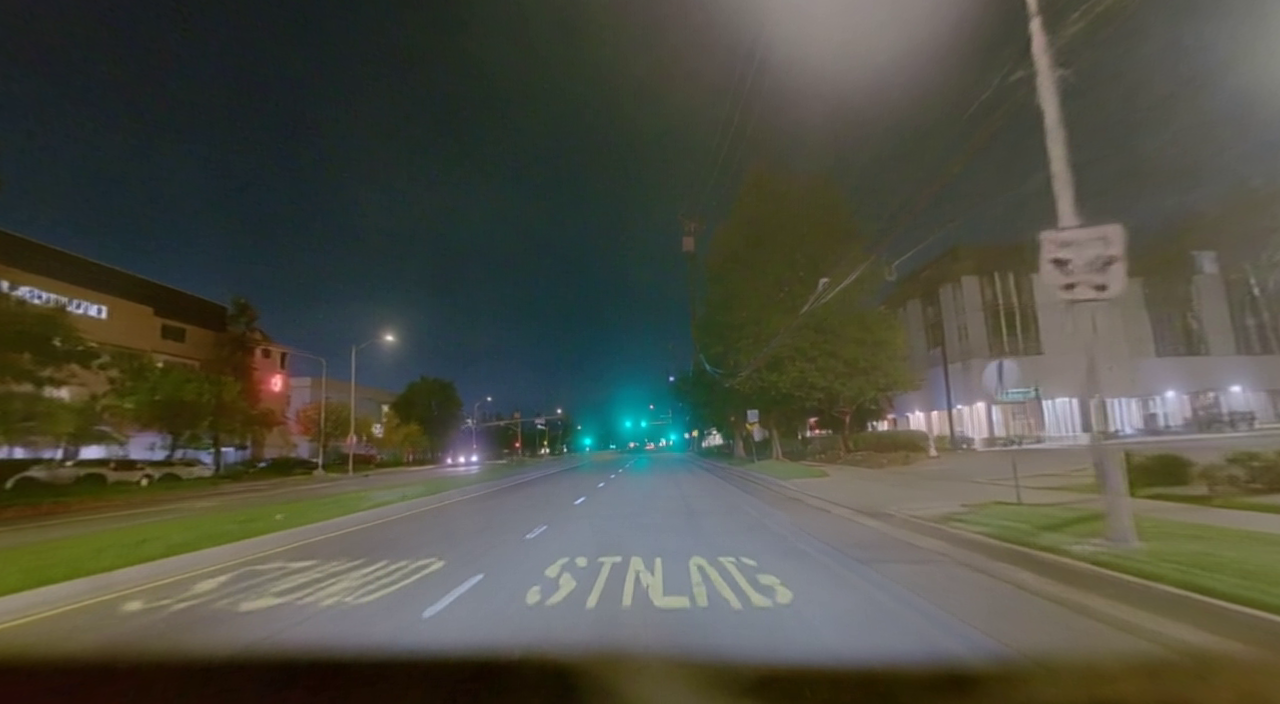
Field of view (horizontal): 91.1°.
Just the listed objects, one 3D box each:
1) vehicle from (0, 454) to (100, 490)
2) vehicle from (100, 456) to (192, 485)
[{"bbox_3d":[-27.890,5.567,29.193,3.664,1.564,2.023,0,-9,1],"label":"vehicle"},{"bbox_3d":[-27.158,6.498,34.578,3.592,1.501,1.697,0,-9,2],"label":"vehicle"}]
